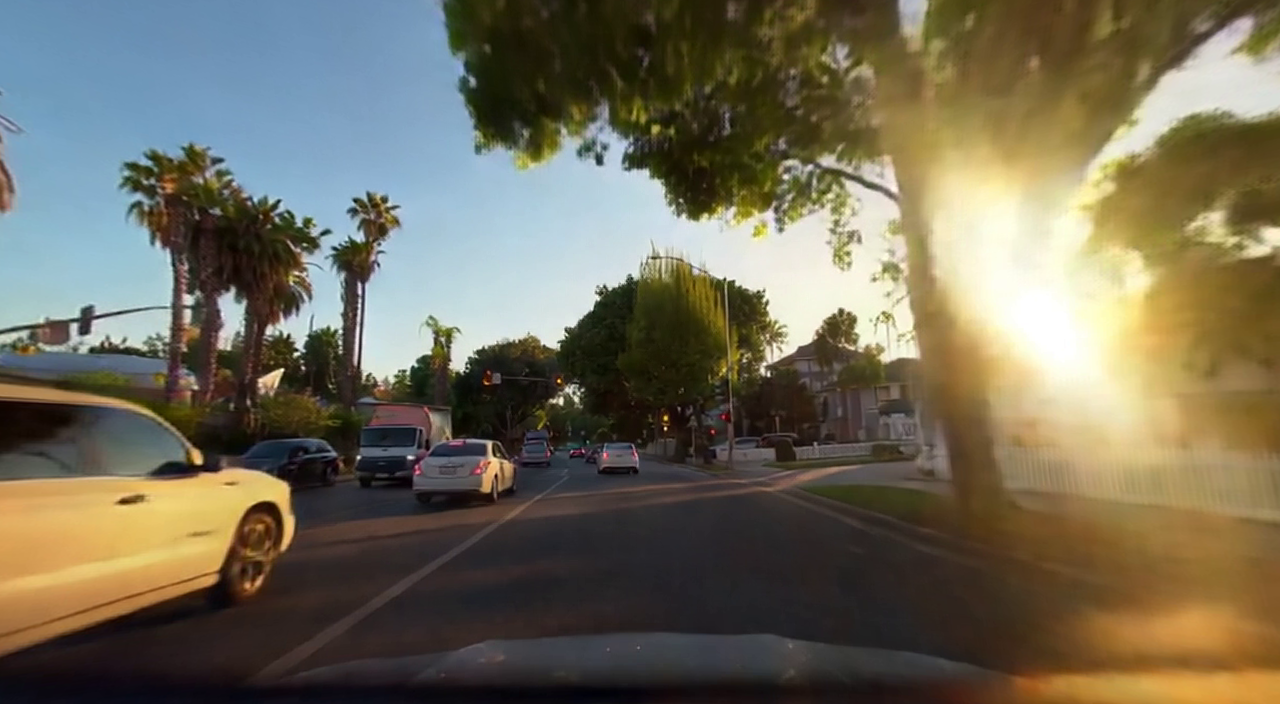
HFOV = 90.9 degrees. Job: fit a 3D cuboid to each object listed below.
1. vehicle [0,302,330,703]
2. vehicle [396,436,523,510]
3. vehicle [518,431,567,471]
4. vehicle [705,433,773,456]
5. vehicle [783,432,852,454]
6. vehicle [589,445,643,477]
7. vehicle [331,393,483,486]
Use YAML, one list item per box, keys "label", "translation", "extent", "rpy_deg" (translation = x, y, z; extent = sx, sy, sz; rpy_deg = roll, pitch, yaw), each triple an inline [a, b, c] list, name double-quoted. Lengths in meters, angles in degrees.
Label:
- label: "vehicle"
  translation: [-3.965, 0.798, 3.260]
  extent: [2.144, 1.877, 4.899]
  rpy_deg: [-1, -8, 1]
- label: "vehicle"
  translation: [-3.995, 2.732, 14.705]
  extent: [1.709, 1.425, 4.337]
  rpy_deg: [-1, -8, 0]
- label: "vehicle"
  translation: [-4.874, 5.006, 32.048]
  extent: [2.032, 1.852, 4.571]
  rpy_deg: [-1, -8, -3]
- label: "vehicle"
  translation: [7.738, 7.249, 49.262]
  extent: [4.742, 1.690, 2.218]
  rpy_deg: [3, -9, -20]
- label: "vehicle"
  translation: [13.548, 6.952, 48.209]
  extent: [4.615, 1.555, 2.021]
  rpy_deg: [2, -9, -16]
- label: "vehicle"
  translation: [-1.118, 4.590, 26.893]
  extent: [2.131, 1.222, 3.868]
  rpy_deg: [0, -8, -5]
- label: "vehicle"
  translation: [-7.709, 3.078, 22.006]
  extent: [2.821, 2.701, 6.721]
  rpy_deg: [0, -8, -1]
